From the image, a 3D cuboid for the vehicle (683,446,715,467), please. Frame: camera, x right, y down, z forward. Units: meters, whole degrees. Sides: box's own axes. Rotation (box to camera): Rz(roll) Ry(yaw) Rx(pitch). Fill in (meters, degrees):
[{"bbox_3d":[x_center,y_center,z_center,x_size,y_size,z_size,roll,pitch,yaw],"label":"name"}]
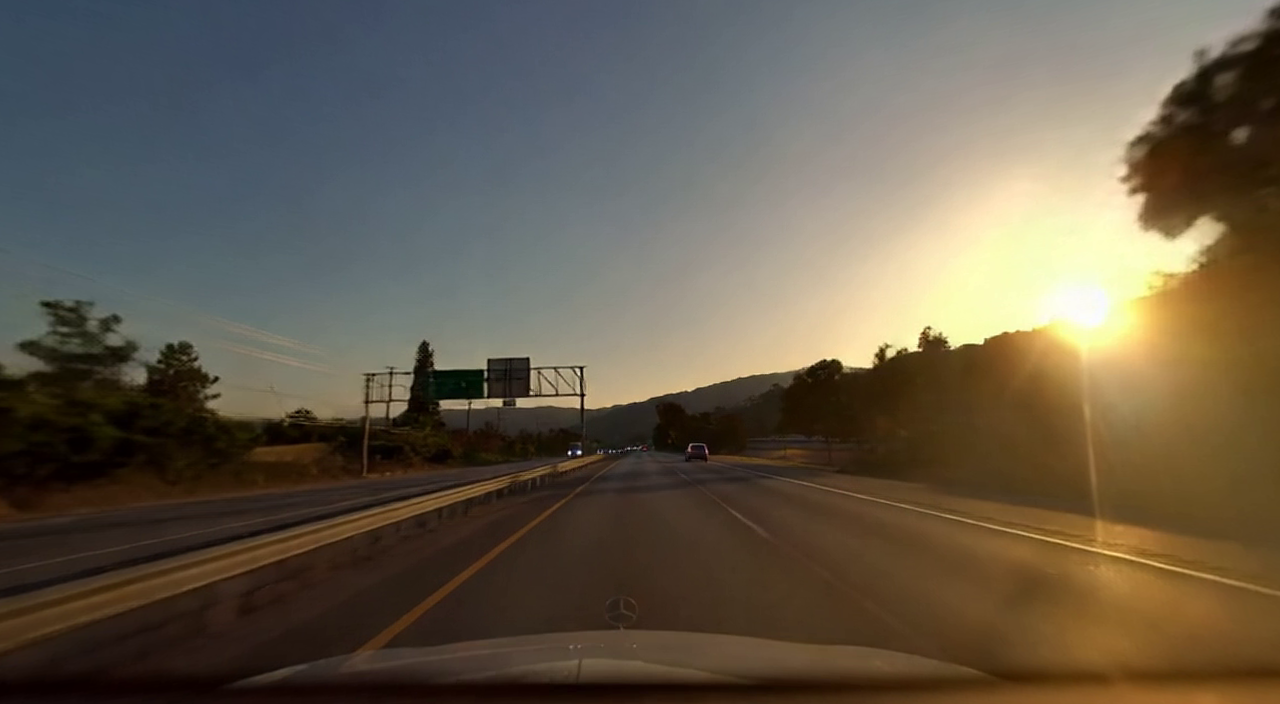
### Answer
[{"bbox_3d":[4.178,7.461,45.118,1.923,1.408,3.835,0,-9,-1],"label":"vehicle"}]
